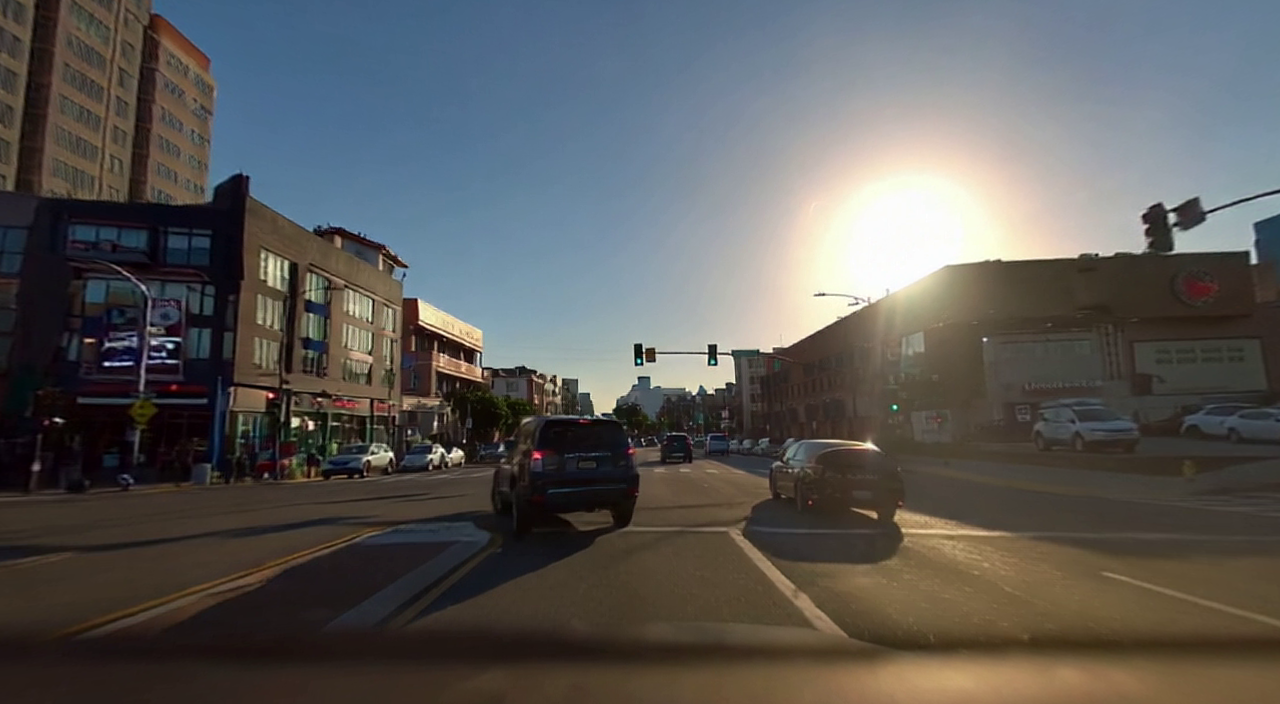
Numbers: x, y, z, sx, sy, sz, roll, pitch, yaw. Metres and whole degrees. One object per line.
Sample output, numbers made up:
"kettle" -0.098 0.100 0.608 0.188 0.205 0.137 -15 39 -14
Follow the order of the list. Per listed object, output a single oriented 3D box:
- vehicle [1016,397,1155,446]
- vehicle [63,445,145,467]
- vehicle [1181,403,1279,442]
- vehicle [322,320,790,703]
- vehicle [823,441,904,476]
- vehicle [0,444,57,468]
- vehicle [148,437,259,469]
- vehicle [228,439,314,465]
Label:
"vehicle" 18.454 3.009 26.541 2.123 1.884 5.170 0 -8 1
"vehicle" -36.384 7.076 42.837 4.054 1.382 1.564 1 -9 0
"vehicle" 24.287 2.872 25.780 1.422 1.496 3.318 1 -6 1
"vehicle" -0.477 1.159 5.630 2.242 1.812 4.993 -3 -9 -1
"vehicle" 9.743 4.658 27.905 1.863 1.426 4.494 0 -8 -1
"vehicle" -42.863 7.013 42.731 4.671 1.547 1.907 0 -8 -1
"vehicle" -23.882 5.569 34.635 4.511 1.670 2.082 0 -9 0
"vehicle" -23.231 6.279 39.746 4.286 1.210 1.877 3 -3 4
